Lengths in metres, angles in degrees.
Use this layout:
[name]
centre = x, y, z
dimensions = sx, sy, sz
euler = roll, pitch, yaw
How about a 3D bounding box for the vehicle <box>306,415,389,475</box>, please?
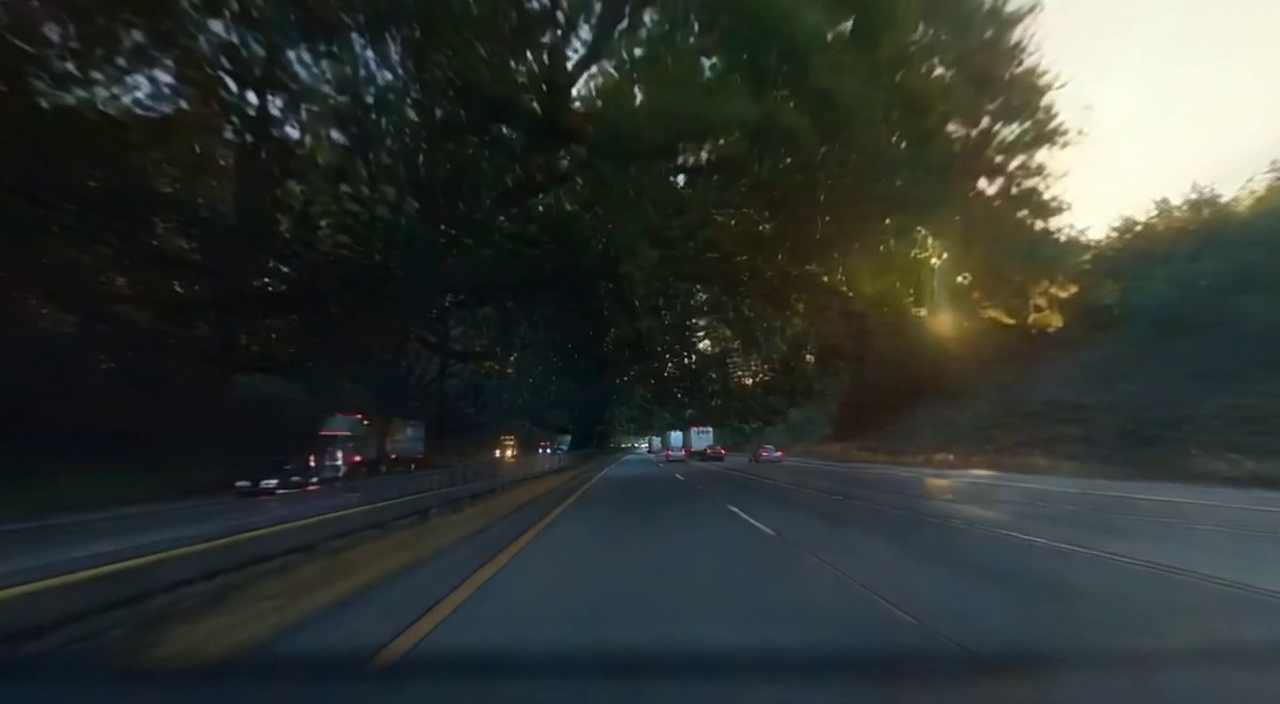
[vehicle]
centre = -20.495, 6.561, 44.325
dimensions = 2.925, 3.917, 5.946
euler = 0, -9, -1
